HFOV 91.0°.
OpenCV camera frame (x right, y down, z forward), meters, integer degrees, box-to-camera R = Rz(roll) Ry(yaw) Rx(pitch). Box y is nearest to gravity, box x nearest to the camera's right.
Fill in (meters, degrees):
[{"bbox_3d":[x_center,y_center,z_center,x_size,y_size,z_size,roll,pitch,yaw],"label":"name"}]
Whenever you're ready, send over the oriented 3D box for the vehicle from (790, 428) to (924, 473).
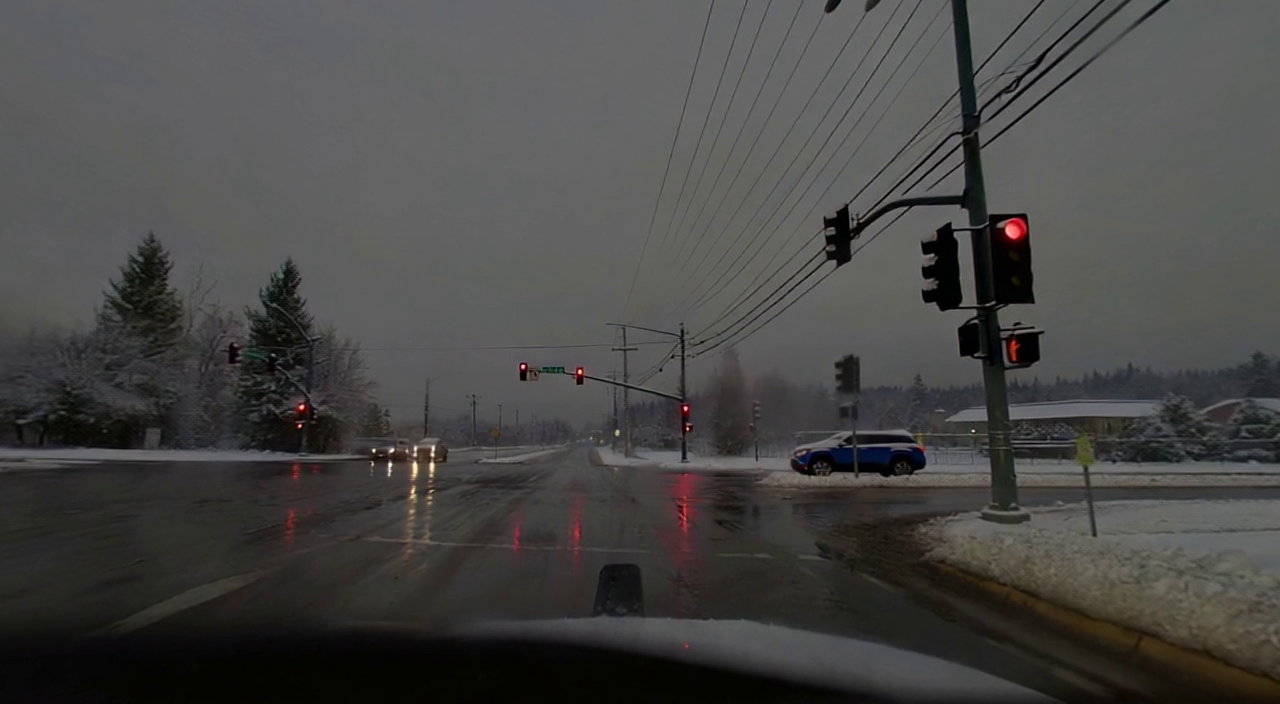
[{"bbox_3d":[8.706,4.013,25.722,4.884,1.714,2.021,-2,-9,12],"label":"vehicle"}]
